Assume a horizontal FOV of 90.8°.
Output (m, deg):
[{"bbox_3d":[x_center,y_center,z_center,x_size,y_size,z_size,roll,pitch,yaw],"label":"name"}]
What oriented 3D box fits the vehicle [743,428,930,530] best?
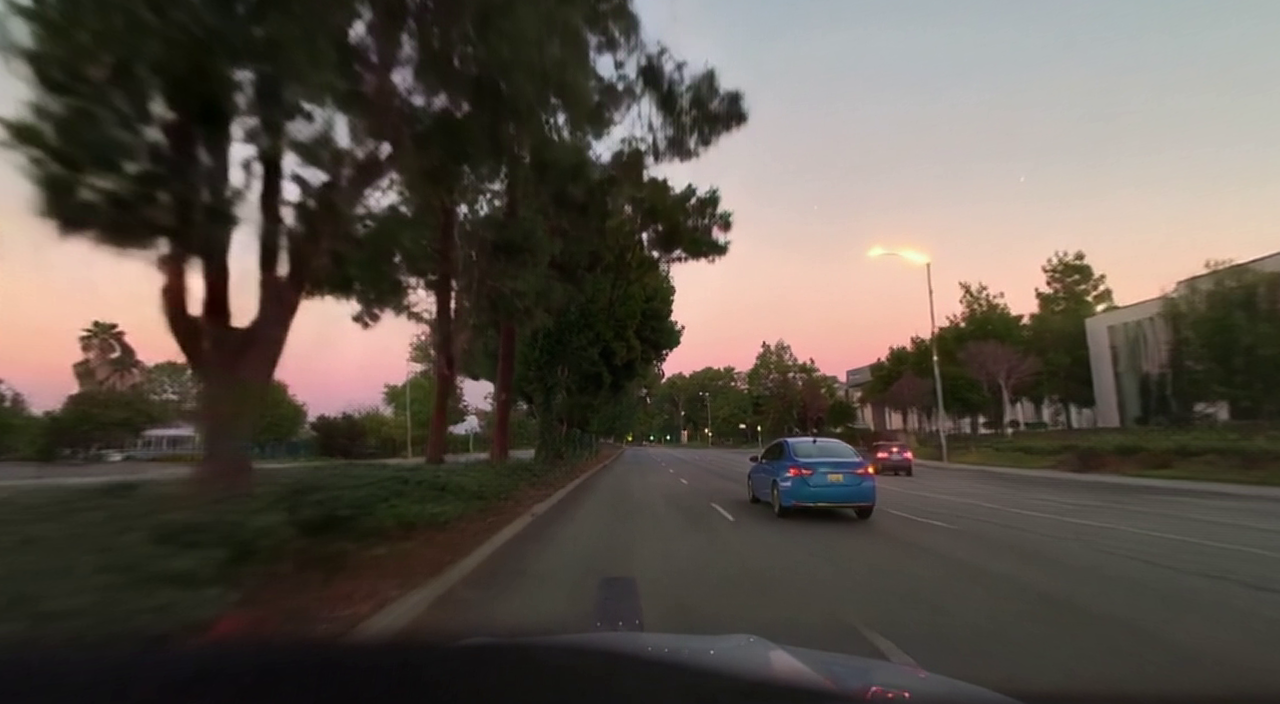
[{"bbox_3d":[3.233,2.171,11.435,1.950,1.473,4.259,0,-8,-1],"label":"vehicle"}]
